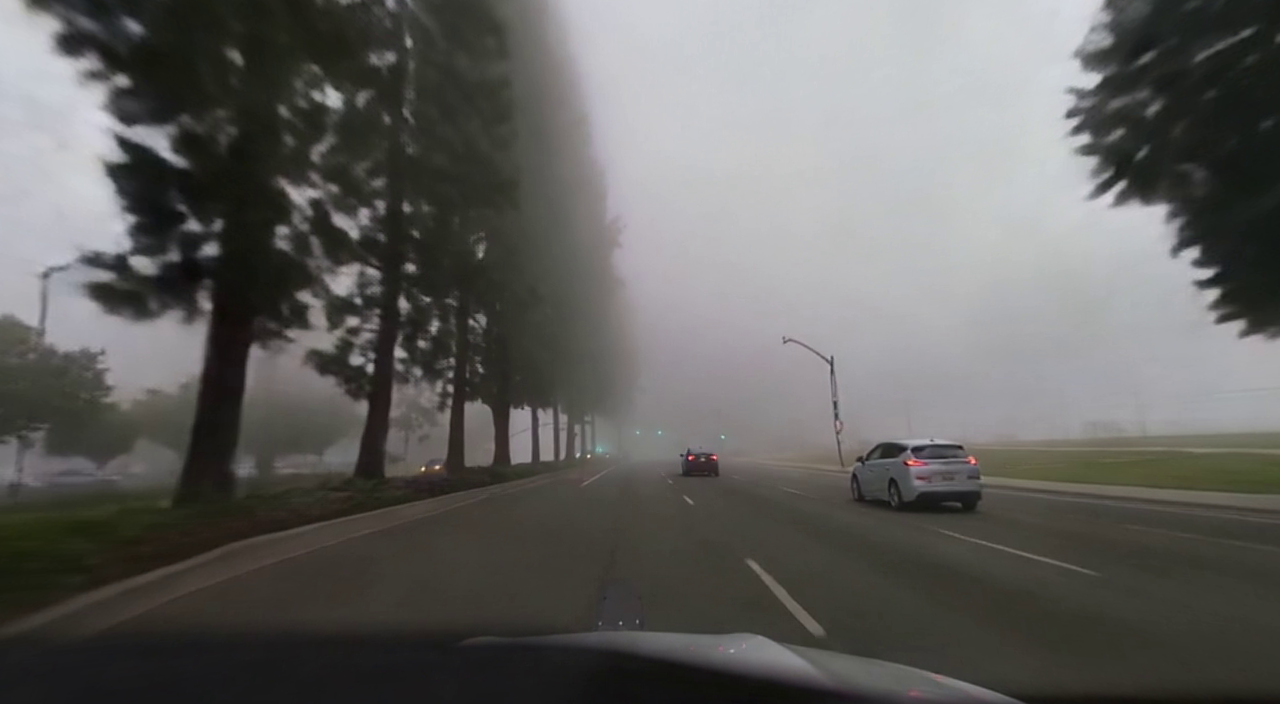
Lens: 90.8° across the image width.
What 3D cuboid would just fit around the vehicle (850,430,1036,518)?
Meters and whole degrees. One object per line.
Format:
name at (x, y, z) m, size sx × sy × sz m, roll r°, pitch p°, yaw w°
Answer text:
vehicle at (6.453, 2.642, 14.119) m, size 2.000 × 1.618 × 4.238 m, roll -1°, pitch -9°, yaw 0°

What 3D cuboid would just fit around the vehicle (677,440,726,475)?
vehicle at (3.257, 5.708, 34.328) m, size 2.095 × 1.759 × 4.862 m, roll -1°, pitch -9°, yaw -1°

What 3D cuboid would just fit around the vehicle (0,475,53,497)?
vehicle at (-48.331, 10.323, 48.870) m, size 1.754 × 1.437 × 4.117 m, roll -1°, pitch -9°, yaw 0°
